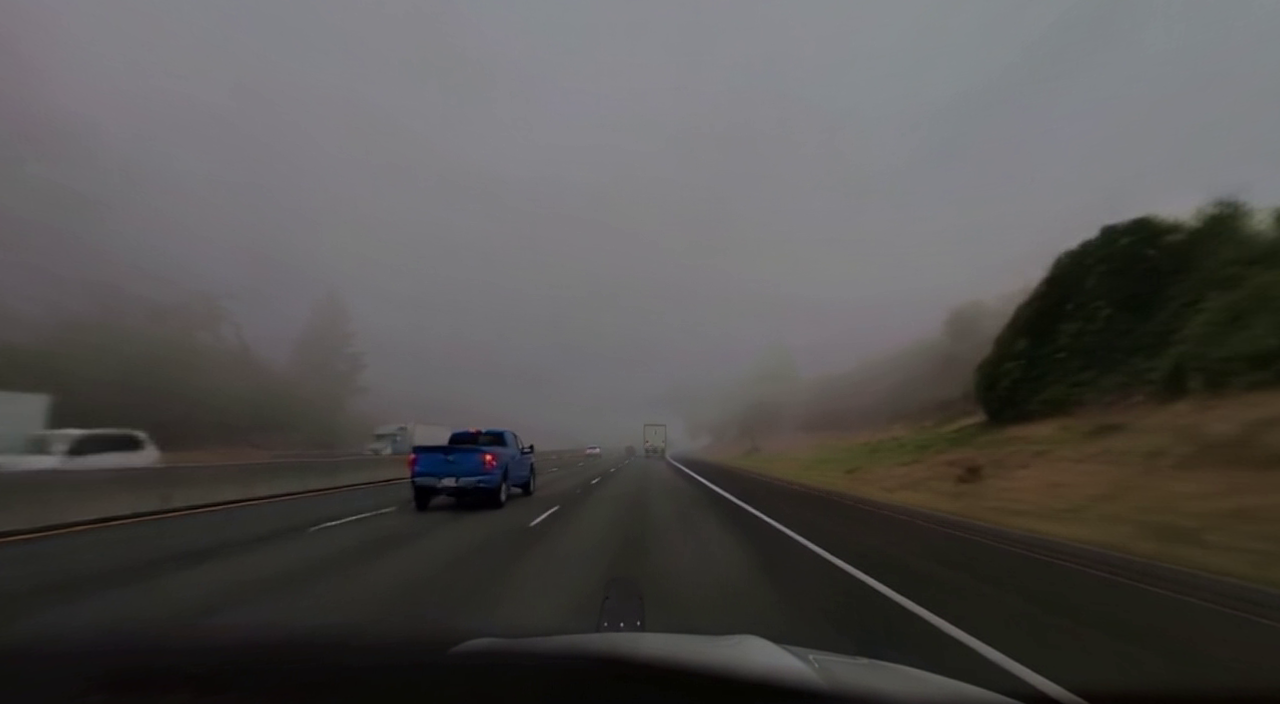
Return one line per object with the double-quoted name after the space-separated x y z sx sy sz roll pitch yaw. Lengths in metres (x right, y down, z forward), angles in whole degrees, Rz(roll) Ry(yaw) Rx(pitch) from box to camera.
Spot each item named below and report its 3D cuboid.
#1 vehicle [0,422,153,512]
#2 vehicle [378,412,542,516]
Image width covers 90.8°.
-18.862 3.571 19.915 2.295 2.456 5.687 0 -9 1 "vehicle"
-3.846 2.538 14.706 2.216 1.949 5.237 0 -9 1 "vehicle"
